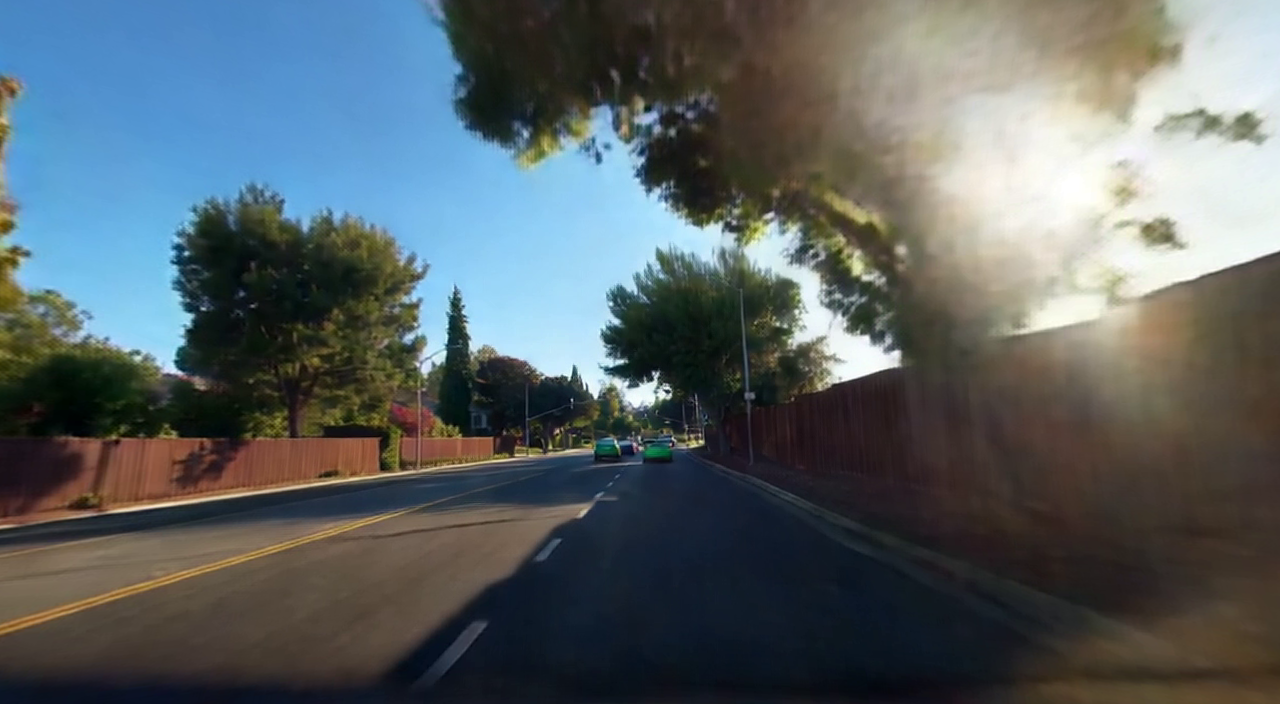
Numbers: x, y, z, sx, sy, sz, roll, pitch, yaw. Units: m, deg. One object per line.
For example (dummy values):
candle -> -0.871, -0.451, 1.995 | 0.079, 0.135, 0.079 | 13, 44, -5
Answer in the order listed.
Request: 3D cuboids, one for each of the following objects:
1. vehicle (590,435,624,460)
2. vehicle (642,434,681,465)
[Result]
vehicle -> -2.400, 7.110, 46.940 | 2.190, 1.766, 4.394 | 0, -9, 1
vehicle -> 1.211, 5.687, 36.853 | 2.127, 1.665, 3.993 | 0, -9, 0
